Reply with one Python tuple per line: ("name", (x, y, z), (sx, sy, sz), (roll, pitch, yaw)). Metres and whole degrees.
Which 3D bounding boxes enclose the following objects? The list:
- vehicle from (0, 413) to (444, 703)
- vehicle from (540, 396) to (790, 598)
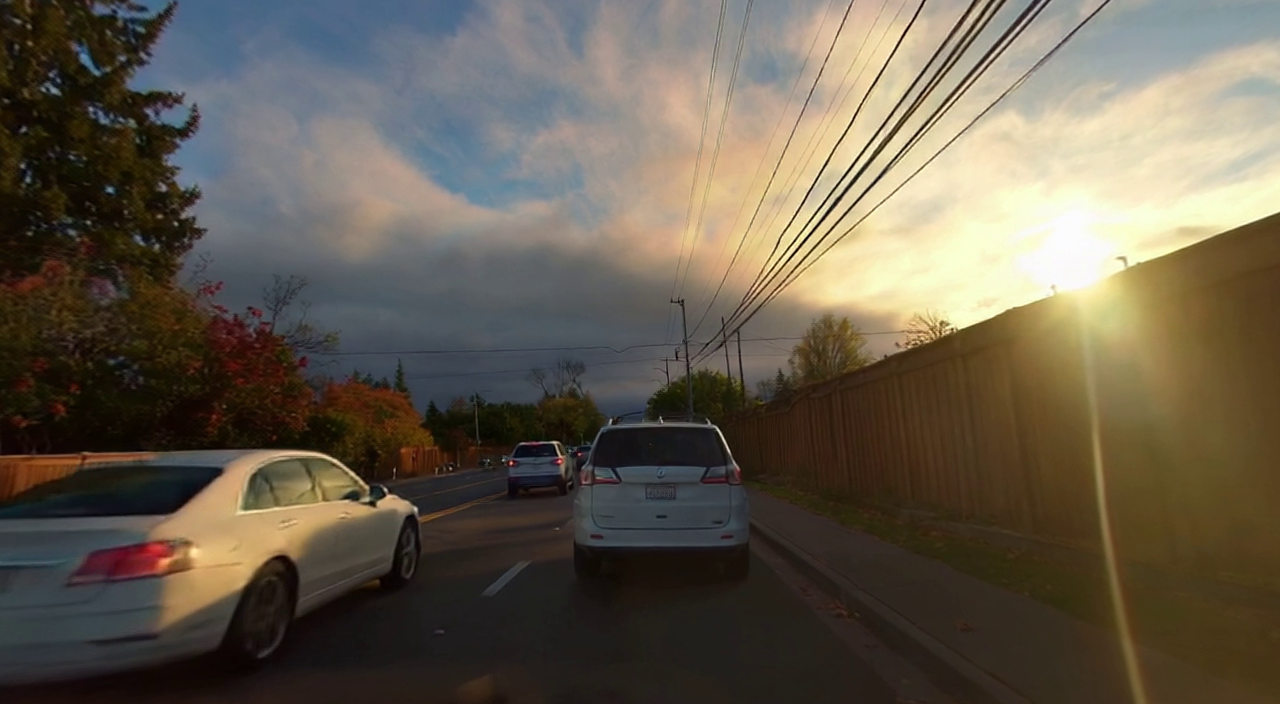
("vehicle", (-3.114, 1.303, 4.614), (1.979, 1.489, 4.006), (0, -9, 1))
("vehicle", (0.214, 1.575, 7.633), (2.174, 1.749, 4.113), (0, -9, 0))
